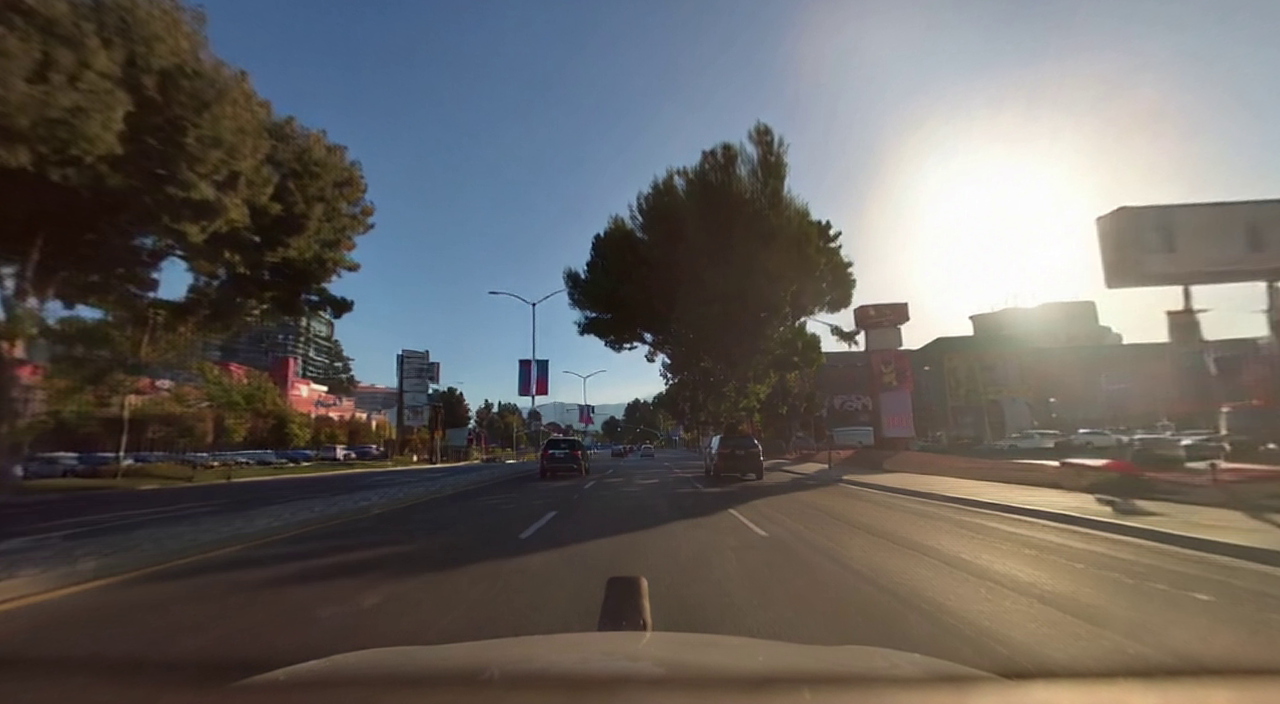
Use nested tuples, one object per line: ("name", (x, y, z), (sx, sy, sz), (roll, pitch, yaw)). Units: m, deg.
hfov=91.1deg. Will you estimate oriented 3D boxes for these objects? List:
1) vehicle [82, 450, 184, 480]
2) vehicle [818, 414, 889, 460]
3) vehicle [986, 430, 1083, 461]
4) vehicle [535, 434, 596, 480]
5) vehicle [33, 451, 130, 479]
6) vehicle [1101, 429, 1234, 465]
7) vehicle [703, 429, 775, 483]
("vehicle", (-33.331, 7.383, 41.491), (2.099, 1.792, 5.422), (0, -8, 1))
("vehicle", (16.522, 6.785, 49.155), (2.919, 3.125, 7.218), (2, -10, -1))
("vehicle", (29.541, 6.995, 47.116), (5.686, 2.220, 2.112), (0, -8, 4))
("vehicle", (-3.111, 4.470, 27.028), (2.014, 1.775, 4.404), (0, -8, 1))
("vehicle", (-36.704, 7.394, 41.440), (2.124, 1.713, 4.465), (0, -8, 2))
("vehicle", (27.189, 4.927, 32.502), (4.699, 1.608, 2.379), (-2, -9, -2))
("vehicle", (3.773, 4.037, 24.677), (2.024, 1.921, 4.431), (0, -8, -1))
